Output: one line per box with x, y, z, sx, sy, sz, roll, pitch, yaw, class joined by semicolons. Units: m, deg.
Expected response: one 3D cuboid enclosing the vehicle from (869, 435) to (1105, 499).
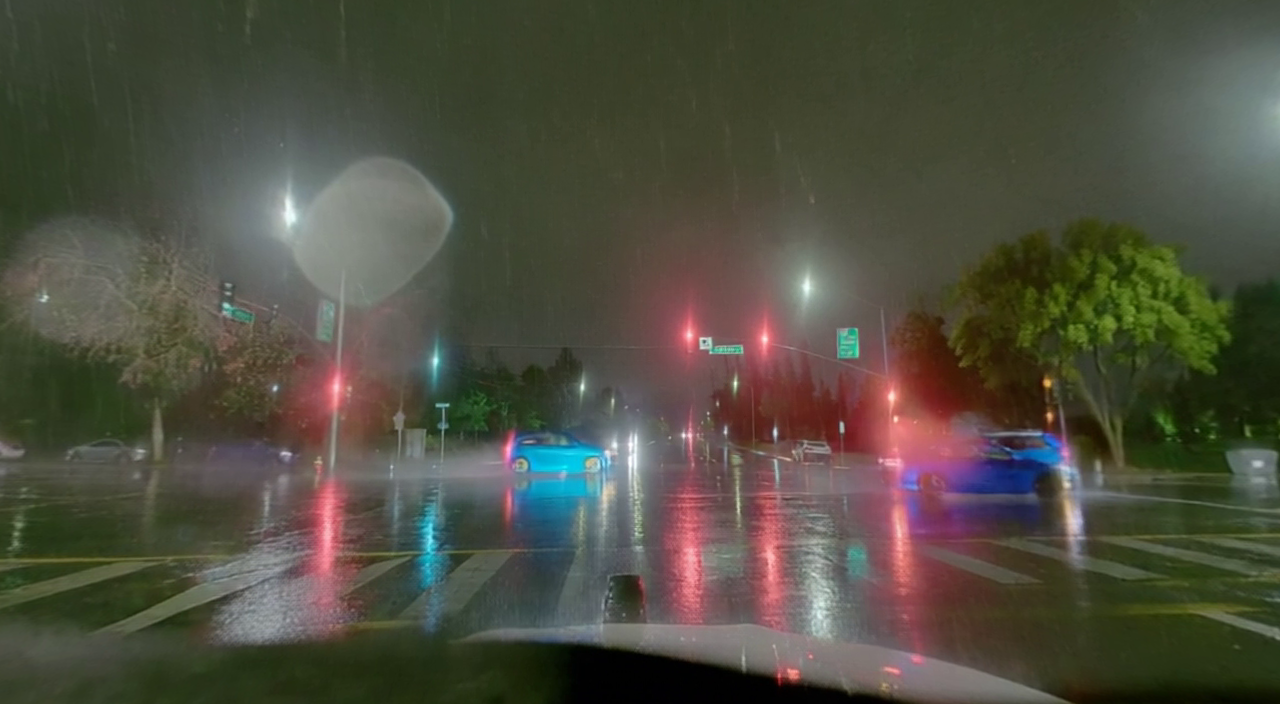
8.923;2.989;16.506;5.000;1.559;1.960;0;-8;0;vehicle

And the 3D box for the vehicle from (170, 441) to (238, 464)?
-29.105;6.696;42.033;1.696;1.431;3.686;-1;-8;3;vehicle

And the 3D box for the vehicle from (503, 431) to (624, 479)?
-3.015;4.057;25.011;4.346;1.753;1.994;5;-10;-31;vehicle
